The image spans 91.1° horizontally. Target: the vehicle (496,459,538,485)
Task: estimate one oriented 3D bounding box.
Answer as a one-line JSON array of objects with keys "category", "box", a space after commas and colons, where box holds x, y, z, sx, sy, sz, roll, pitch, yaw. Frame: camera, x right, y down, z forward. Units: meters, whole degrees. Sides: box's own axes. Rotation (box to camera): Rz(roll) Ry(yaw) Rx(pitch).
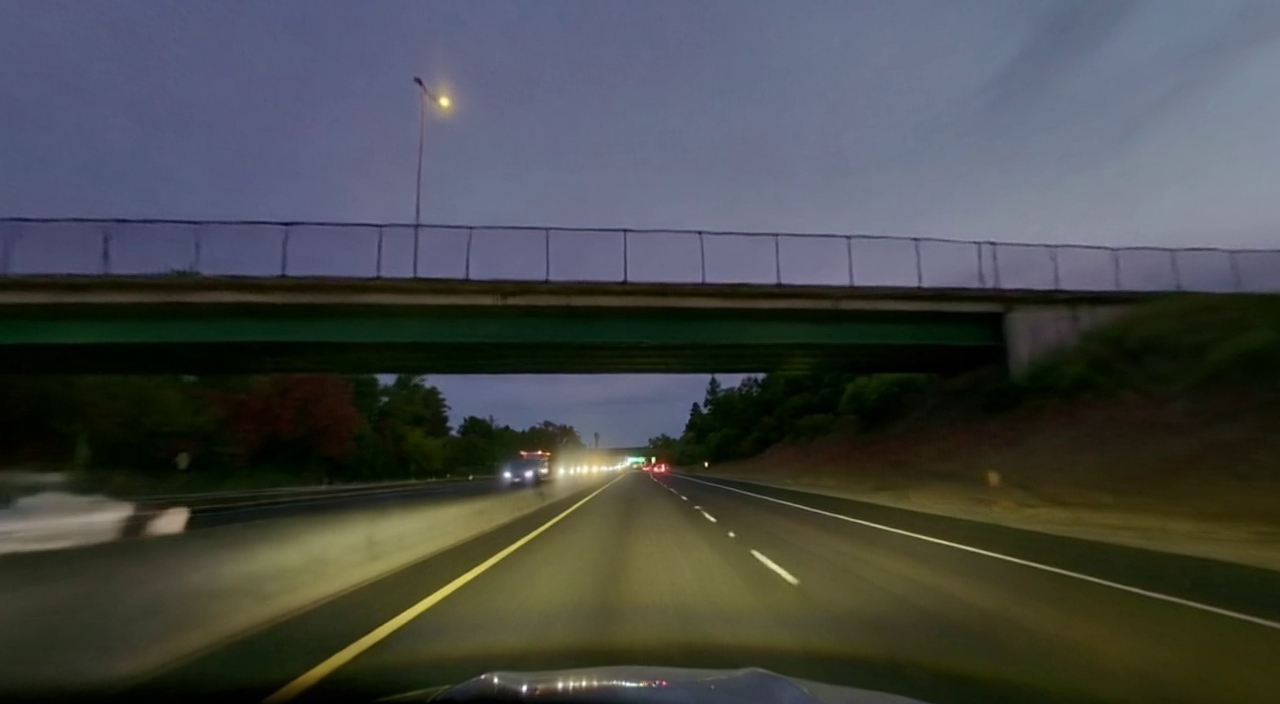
[{"category": "vehicle", "box": [-9.228, 9.061, 47.581, 2.142, 1.773, 4.793, 1, -10, 0]}]
